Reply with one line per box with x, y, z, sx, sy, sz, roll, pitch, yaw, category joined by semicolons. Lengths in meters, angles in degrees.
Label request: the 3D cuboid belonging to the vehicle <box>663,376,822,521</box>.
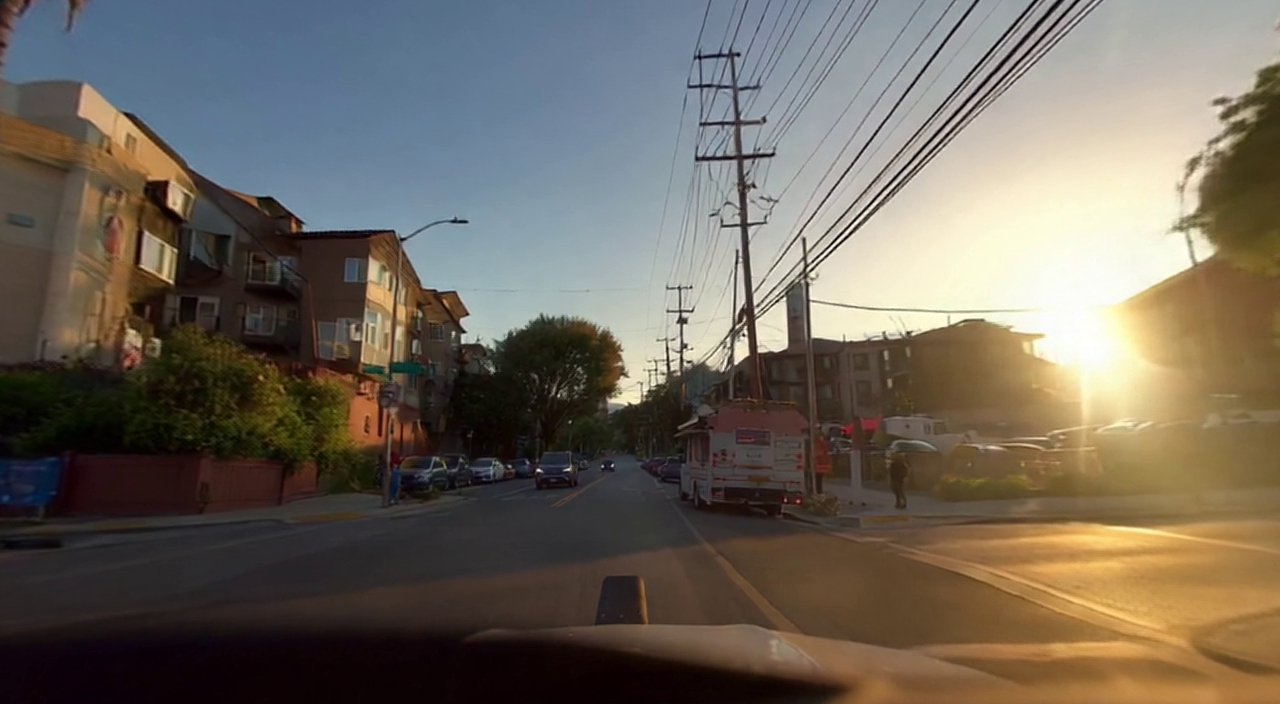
2.507;2.794;18.546;2.886;3.321;7.809;0;-9;-3;vehicle

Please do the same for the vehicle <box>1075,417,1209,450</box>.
22.942;3.771;28.994;4.641;1.441;1.745;0;-9;0;vehicle

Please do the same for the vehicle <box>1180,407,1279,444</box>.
28.055;3.417;29.210;4.413;1.608;1.858;0;-9;-2;vehicle

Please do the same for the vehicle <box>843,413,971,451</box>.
10.770;3.270;25.720;4.396;1.459;1.749;0;-8;-3;vehicle

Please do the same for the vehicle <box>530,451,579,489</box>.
-4.203;5.851;31.639;1.952;1.708;4.096;0;-9;-1;vehicle

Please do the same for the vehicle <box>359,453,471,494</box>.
-11.326;6.096;32.005;5.093;1.855;2.338;3;-10;-20;vehicle
